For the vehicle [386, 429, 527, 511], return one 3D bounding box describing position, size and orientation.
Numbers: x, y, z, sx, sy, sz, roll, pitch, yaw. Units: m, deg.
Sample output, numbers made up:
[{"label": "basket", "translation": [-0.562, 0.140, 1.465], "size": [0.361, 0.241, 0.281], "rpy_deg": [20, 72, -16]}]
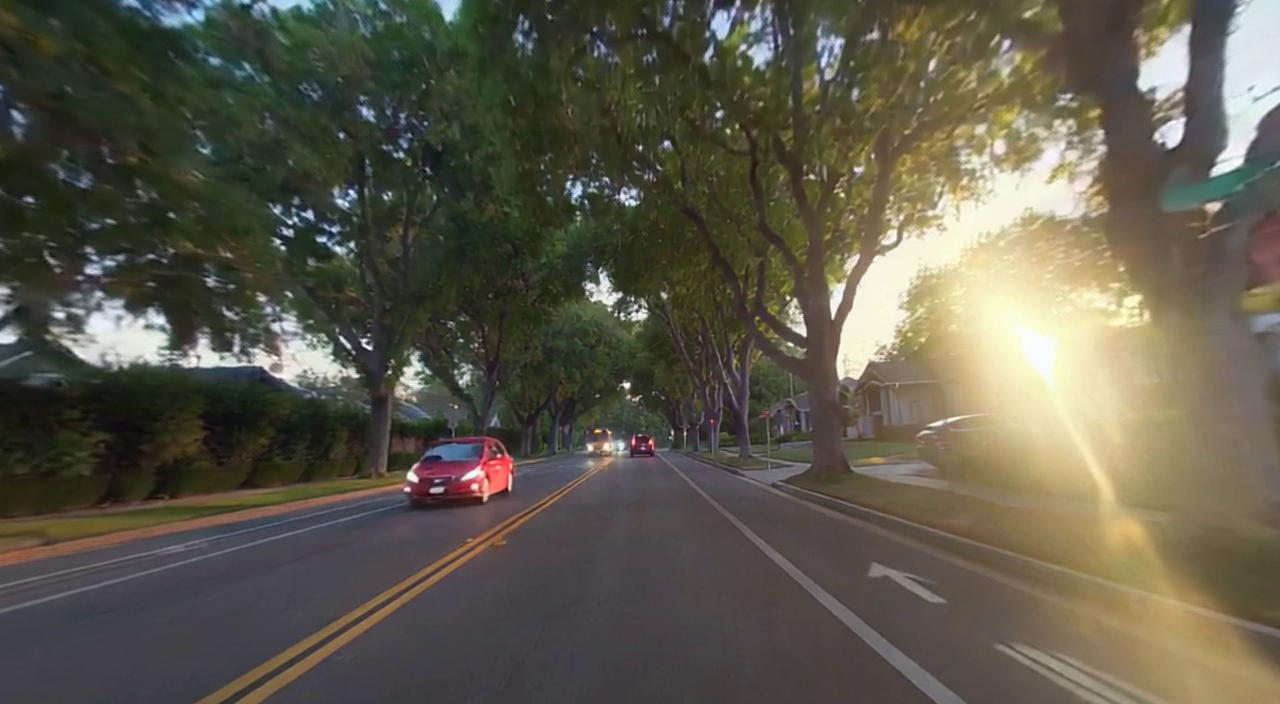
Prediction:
[{"label": "vehicle", "translation": [-4.327, 2.837, 15.705], "size": [2.102, 1.620, 4.575], "rpy_deg": [-3, -8, 1]}]
